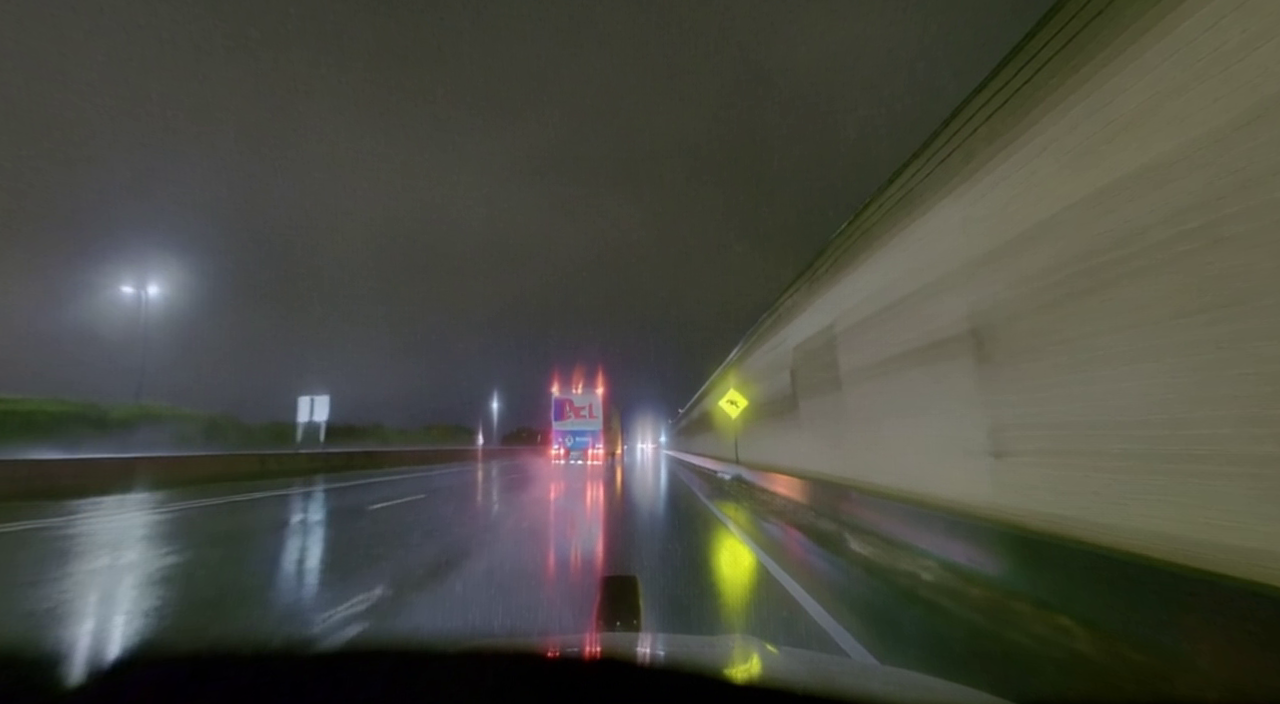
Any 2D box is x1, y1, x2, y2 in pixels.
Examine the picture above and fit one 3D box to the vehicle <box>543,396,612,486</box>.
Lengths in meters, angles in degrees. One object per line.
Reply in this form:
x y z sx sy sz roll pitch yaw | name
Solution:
-3.107 4.734 33.864 2.796 4.184 8.554 1 -8 0 | vehicle
